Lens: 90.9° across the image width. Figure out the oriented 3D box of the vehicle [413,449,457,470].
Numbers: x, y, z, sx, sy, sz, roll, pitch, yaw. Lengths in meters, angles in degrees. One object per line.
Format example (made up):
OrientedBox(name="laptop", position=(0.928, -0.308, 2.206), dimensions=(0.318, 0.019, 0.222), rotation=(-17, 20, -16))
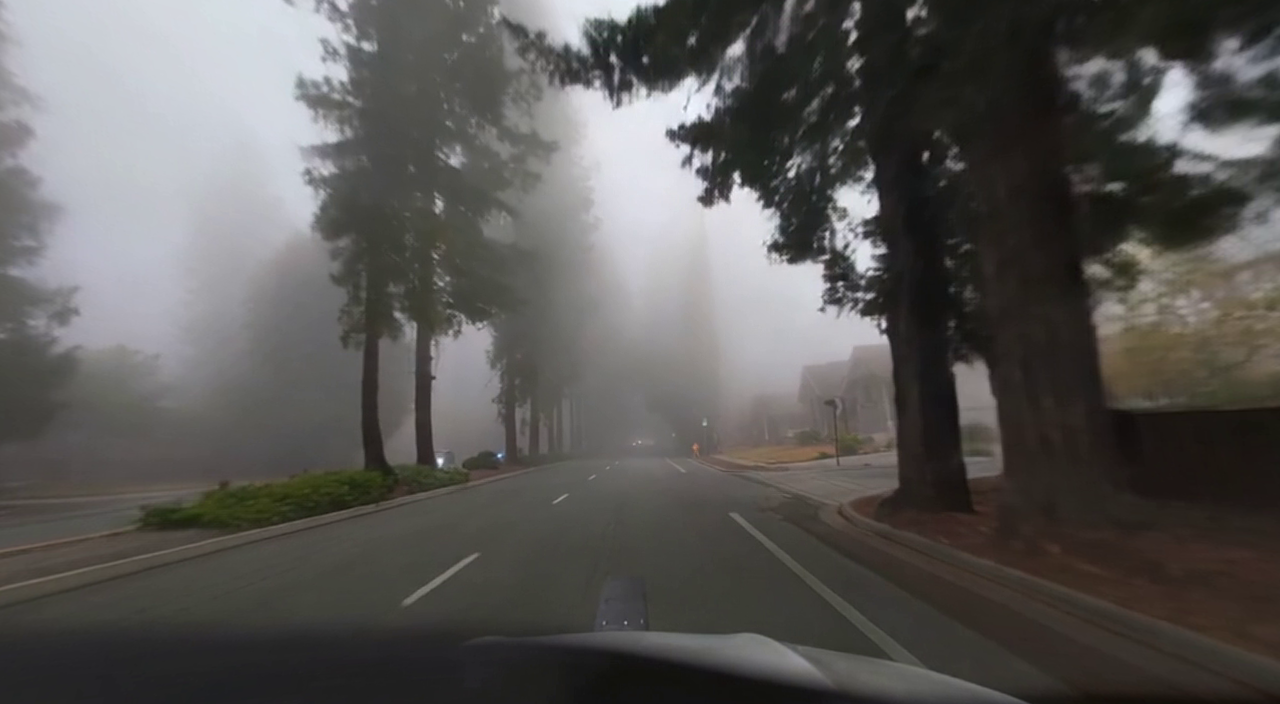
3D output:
OrientedBox(name="vehicle", position=(-15.642, 8.198, 48.383), dimensions=(1.942, 1.481, 4.412), rotation=(0, -8, -1))
